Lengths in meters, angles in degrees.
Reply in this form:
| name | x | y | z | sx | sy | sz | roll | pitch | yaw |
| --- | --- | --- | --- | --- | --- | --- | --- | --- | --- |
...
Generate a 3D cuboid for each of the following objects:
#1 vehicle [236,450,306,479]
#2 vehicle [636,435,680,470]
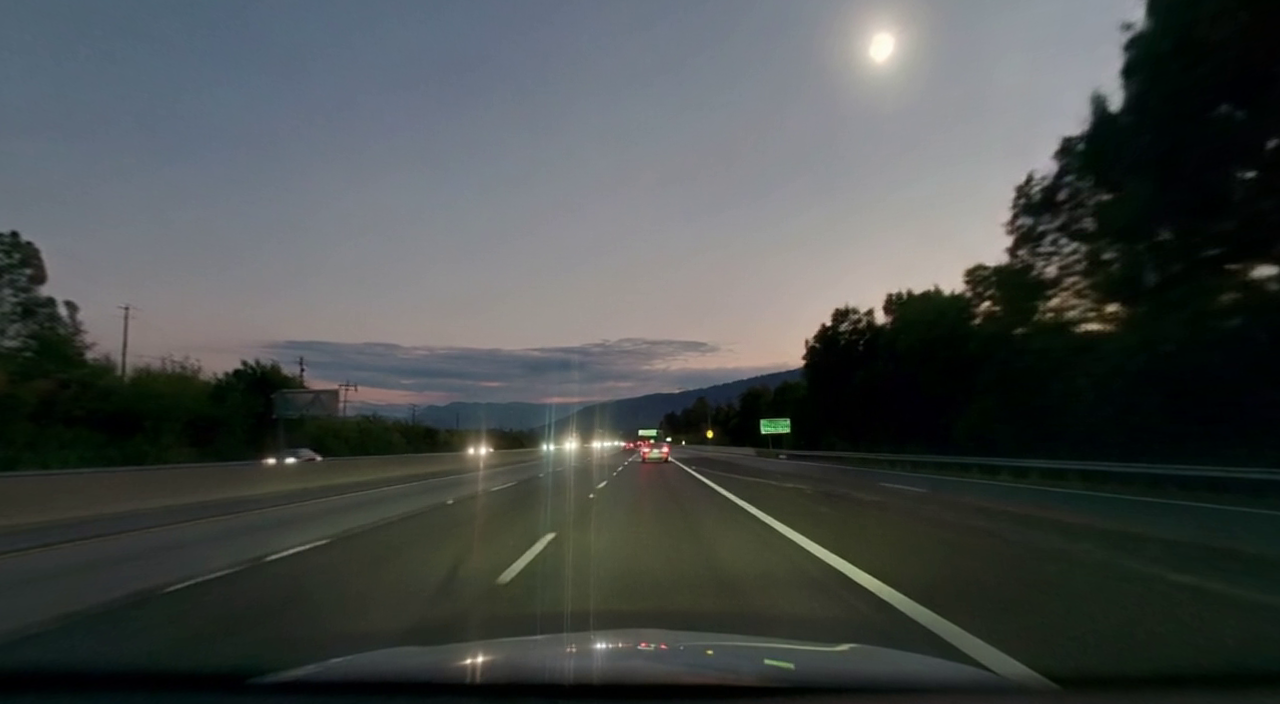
| name | x | y | z | sx | sy | sz | roll | pitch | yaw |
| --- | --- | --- | --- | --- | --- | --- | --- | --- | --- |
| vehicle | -25.331 | 7.694 | 43.484 | 2.056 | 1.767 | 4.468 | -2 | -8 | 1 |
| vehicle | 0.928 | 5.483 | 34.477 | 2.260 | 1.766 | 4.348 | 0 | -8 | 0 |
